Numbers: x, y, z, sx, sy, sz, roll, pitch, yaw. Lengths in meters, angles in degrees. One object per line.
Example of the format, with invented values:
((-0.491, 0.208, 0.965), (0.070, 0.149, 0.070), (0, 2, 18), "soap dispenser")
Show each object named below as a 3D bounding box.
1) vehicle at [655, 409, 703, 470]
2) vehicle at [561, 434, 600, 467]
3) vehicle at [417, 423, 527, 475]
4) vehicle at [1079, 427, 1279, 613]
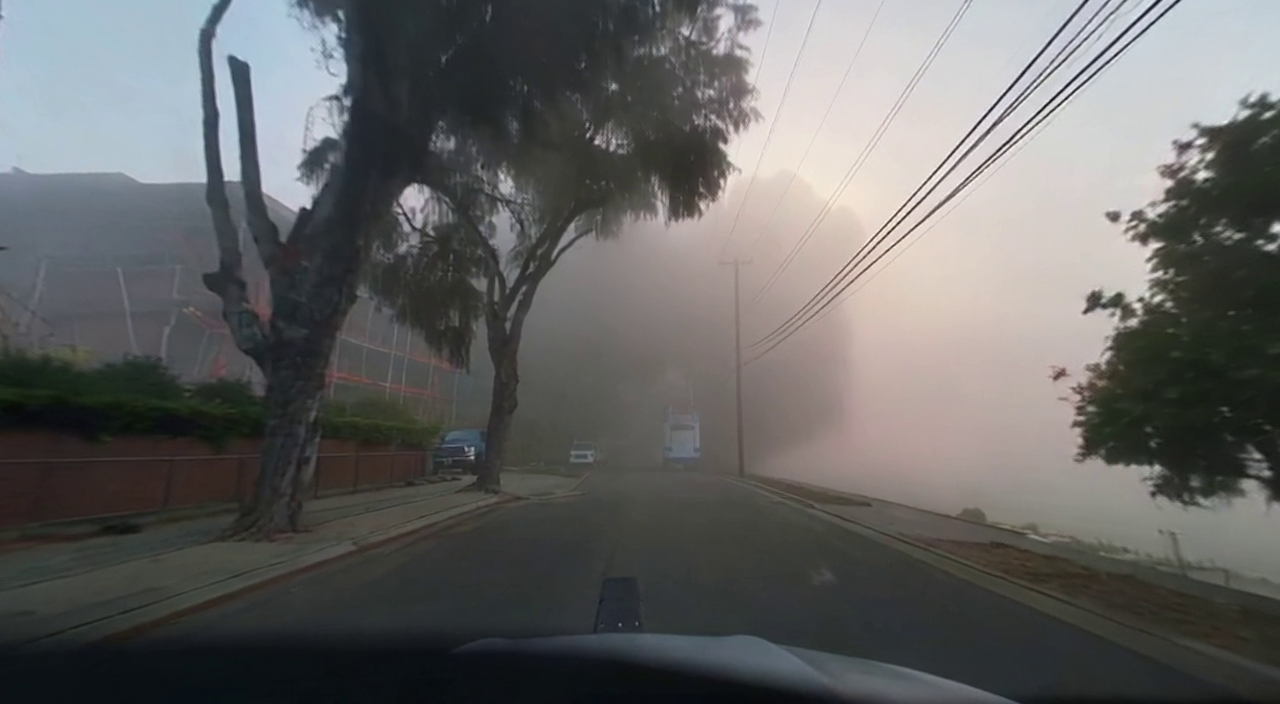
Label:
((2.819, 6.568, 46.524), (2.915, 3.793, 9.963), (4, -9, 4), "vehicle")
((-4.291, 7.116, 45.866), (2.171, 1.910, 4.789), (-1, -4, 2), "vehicle")
((-6.673, 3.970, 25.883), (2.238, 1.895, 5.648), (-1, -9, 8), "vehicle")
((9.059, 2.147, 7.660), (5.661, 1.850, 2.479), (5, -8, 2), "vehicle")
